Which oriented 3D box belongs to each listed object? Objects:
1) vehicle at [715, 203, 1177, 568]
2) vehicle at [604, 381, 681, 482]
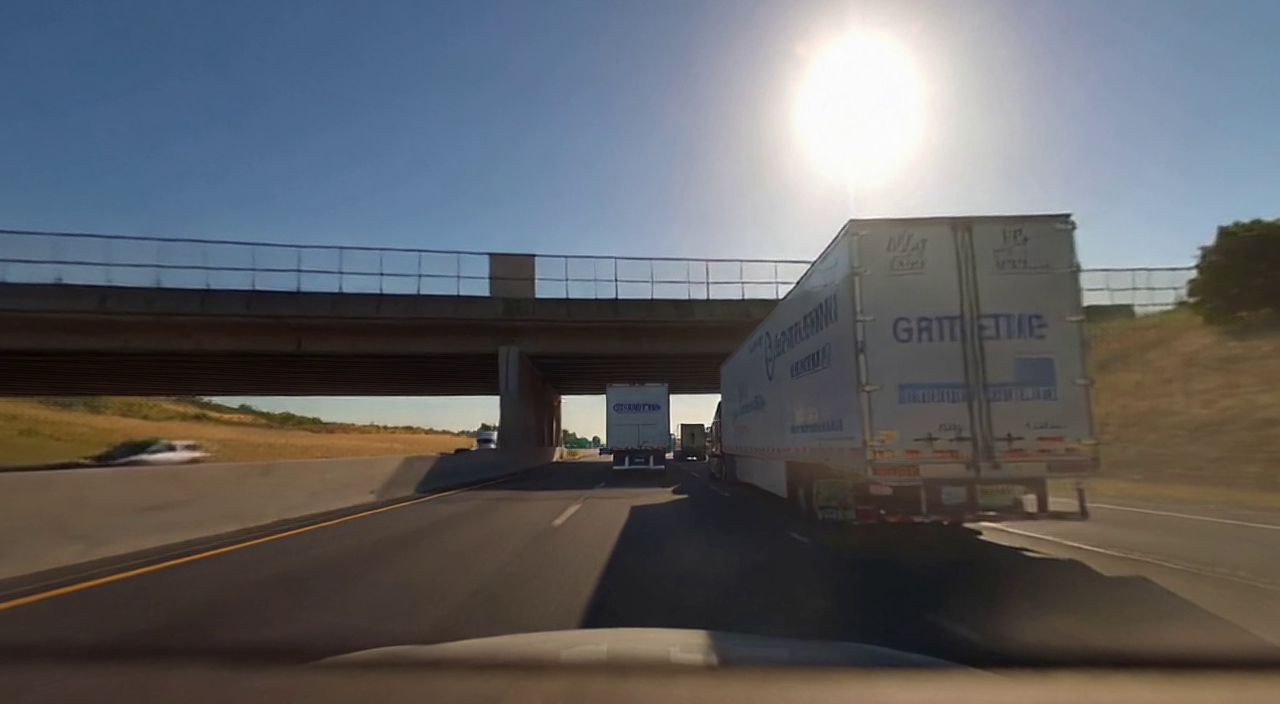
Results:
[{"bbox_3d":[4.201,1.379,14.290,3.044,4.128,14.482,0,-9,-1],"label":"vehicle"},{"bbox_3d":[0.135,3.723,28.672,2.864,3.805,9.709,-1,-9,1],"label":"vehicle"}]
